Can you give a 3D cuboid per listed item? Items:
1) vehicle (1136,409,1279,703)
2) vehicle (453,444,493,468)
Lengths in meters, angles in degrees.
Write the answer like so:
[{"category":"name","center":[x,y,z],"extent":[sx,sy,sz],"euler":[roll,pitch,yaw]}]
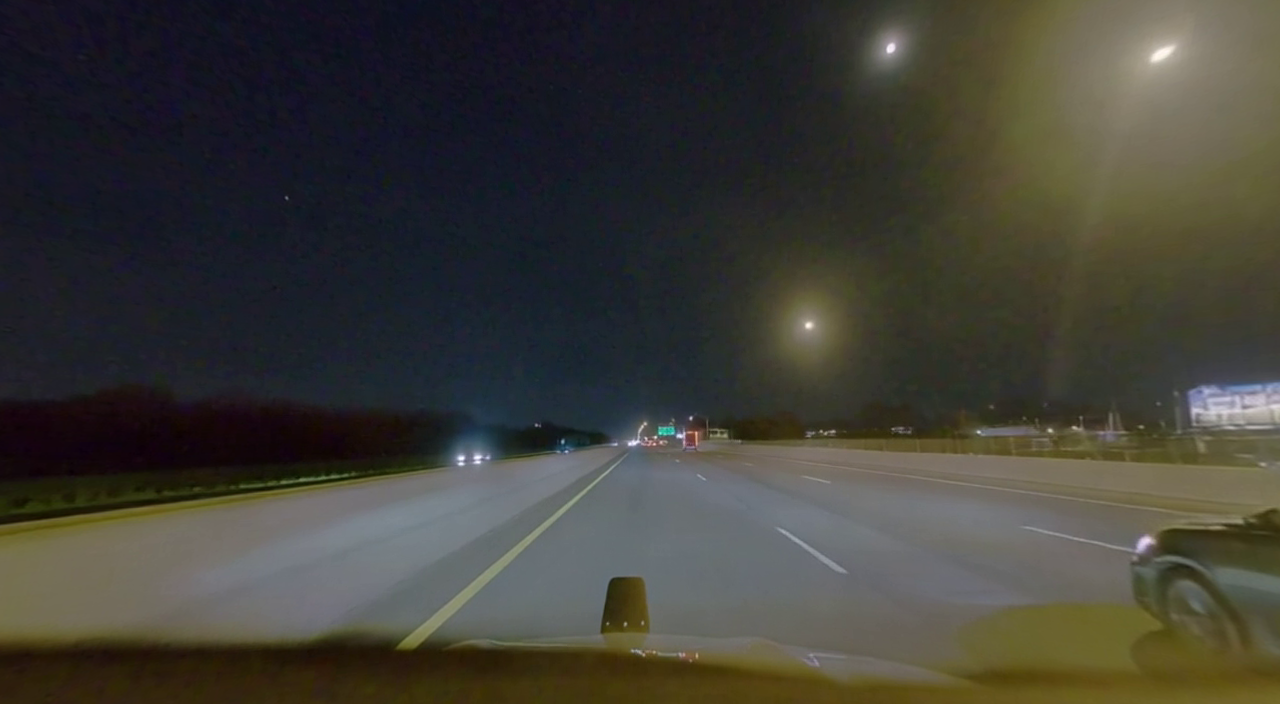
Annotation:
[{"category":"vehicle","center":[3.513,0.766,1.389],"extent":[1.683,1.400,3.868],"euler":[0,-8,1]},{"category":"vehicle","center":[-12.700,7.883,48.044],"extent":[1.793,1.686,4.412],"euler":[0,-8,1]}]
